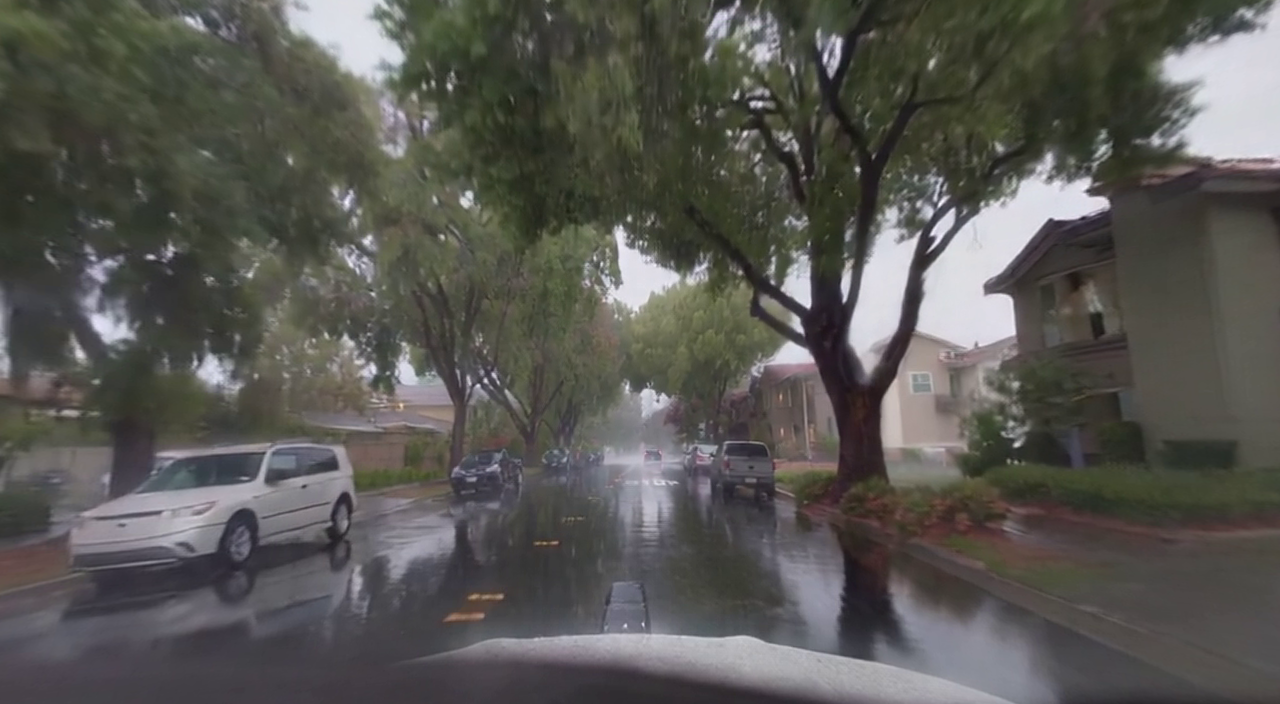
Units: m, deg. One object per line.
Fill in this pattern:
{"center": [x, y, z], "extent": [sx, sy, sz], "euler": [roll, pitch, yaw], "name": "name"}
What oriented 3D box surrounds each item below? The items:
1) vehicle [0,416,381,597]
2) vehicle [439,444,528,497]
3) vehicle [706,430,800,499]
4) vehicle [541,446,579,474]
{"center": [-5.762, 1.965, 8.947], "extent": [2.165, 1.758, 4.701], "euler": [-3, -9, 1], "name": "vehicle"}
{"center": [-5.469, 4.173, 22.739], "extent": [2.007, 1.709, 4.502], "euler": [0, -8, 1], "name": "vehicle"}
{"center": [3.280, 3.381, 19.394], "extent": [2.117, 1.807, 4.964], "euler": [0, -8, 2], "name": "vehicle"}
{"center": [-4.934, 6.713, 39.514], "extent": [1.955, 1.659, 4.324], "euler": [0, -8, -2], "name": "vehicle"}
